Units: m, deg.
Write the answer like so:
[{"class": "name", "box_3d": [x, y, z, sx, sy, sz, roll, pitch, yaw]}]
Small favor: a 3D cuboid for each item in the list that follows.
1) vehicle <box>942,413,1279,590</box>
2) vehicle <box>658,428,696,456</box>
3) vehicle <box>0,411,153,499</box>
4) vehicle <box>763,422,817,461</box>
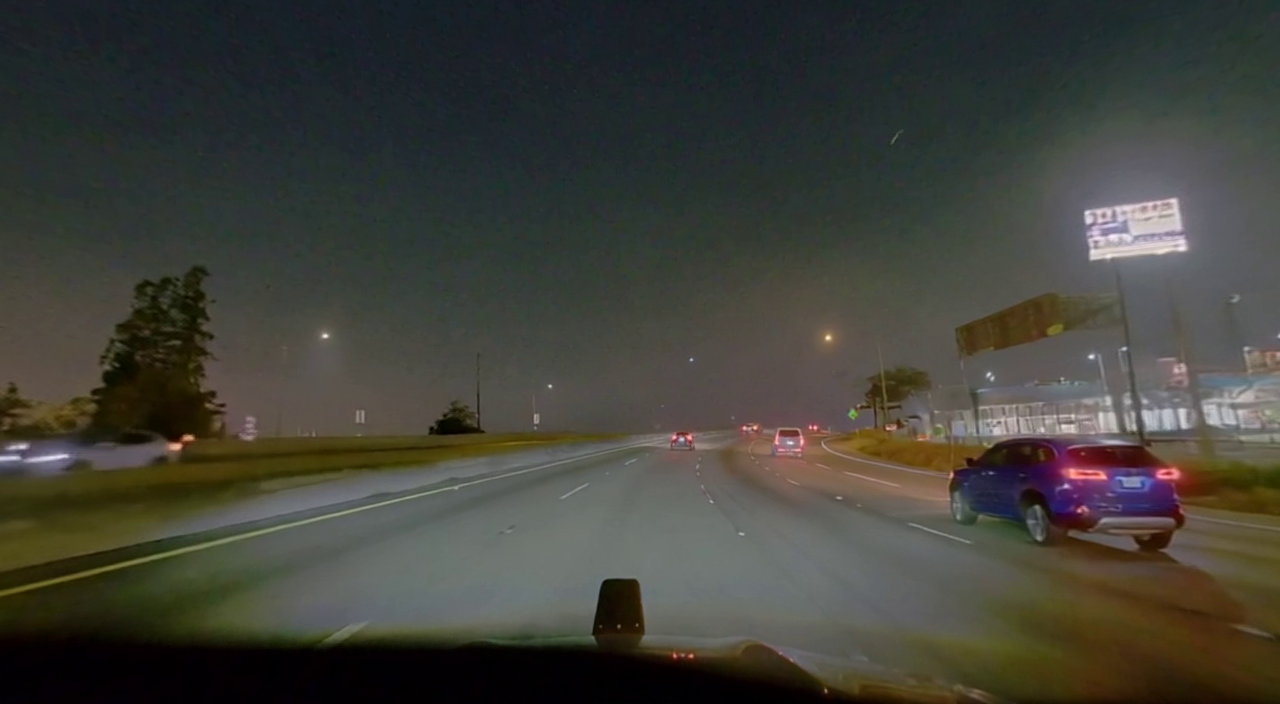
[{"class": "vehicle", "box_3d": [5.950, 1.741, 8.215, 2.097, 1.659, 4.320, -1, -9, 4]}, {"class": "vehicle", "box_3d": [2.579, 6.195, 43.338, 2.181, 1.768, 4.383, -1, -9, 8]}, {"class": "vehicle", "box_3d": [-12.251, 1.960, 12.060, 2.179, 1.522, 4.505, 0, -9, 2]}, {"class": "vehicle", "box_3d": [9.268, 5.647, 39.716, 2.526, 2.230, 6.190, -1, -9, 6]}]
